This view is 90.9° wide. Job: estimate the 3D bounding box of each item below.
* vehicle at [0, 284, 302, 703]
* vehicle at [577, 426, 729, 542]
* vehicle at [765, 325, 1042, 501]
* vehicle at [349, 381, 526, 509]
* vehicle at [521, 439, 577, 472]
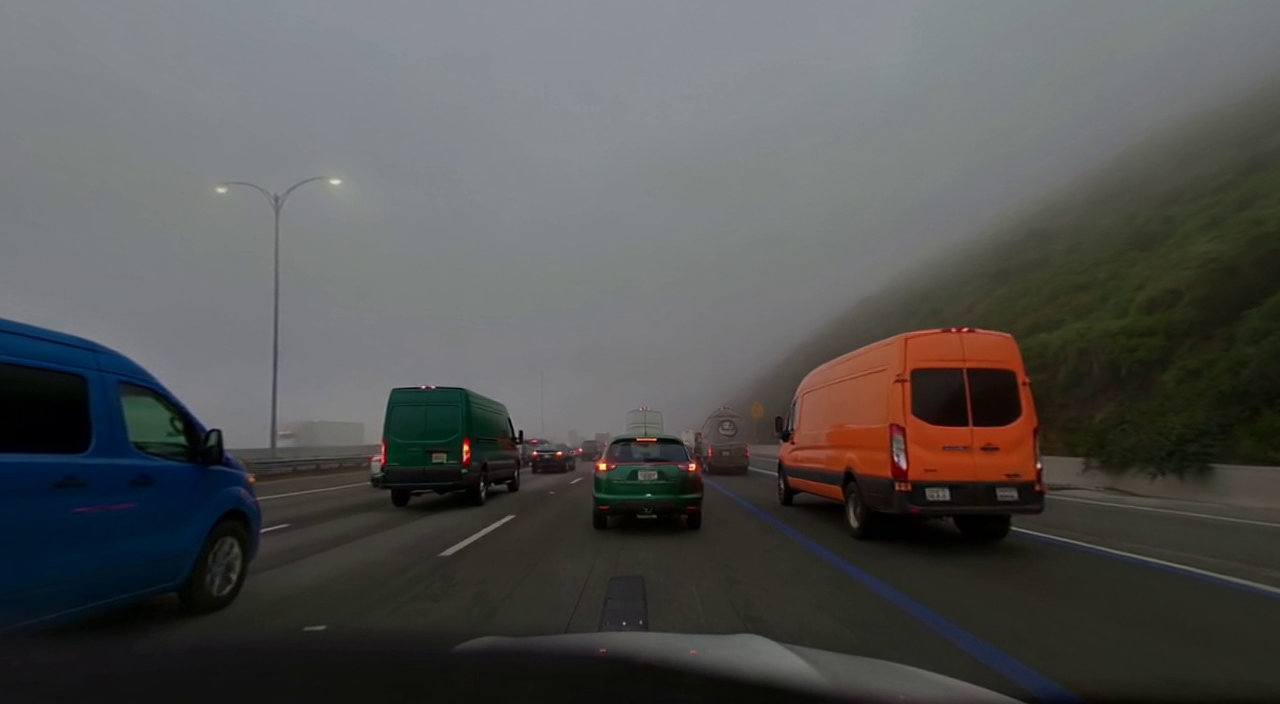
[{"bbox_3d":[-4.249,0.709,3.013,2.195,2.086,5.445,0,-8,0],"label":"vehicle"},{"bbox_3d":[0.132,2.040,10.374,2.003,1.499,3.930,0,-8,-1],"label":"vehicle"},{"bbox_3d":[6.914,2.124,19.537,2.977,3.878,11.111,0,-8,-5],"label":"vehicle"},{"bbox_3d":[-4.546,2.264,15.441,2.300,2.522,5.701,-1,-8,1],"label":"vehicle"},{"bbox_3d":[-4.295,4.965,30.470,2.007,1.457,4.447,-1,-8,1],"label":"vehicle"}]
